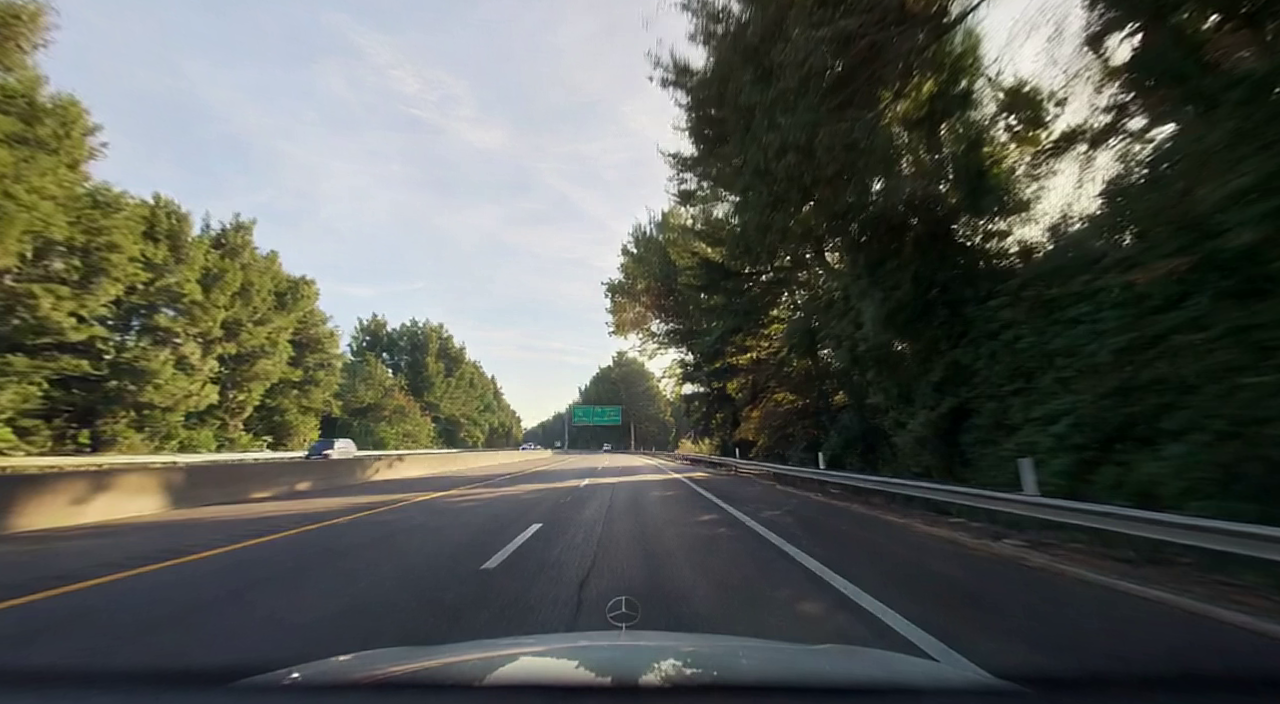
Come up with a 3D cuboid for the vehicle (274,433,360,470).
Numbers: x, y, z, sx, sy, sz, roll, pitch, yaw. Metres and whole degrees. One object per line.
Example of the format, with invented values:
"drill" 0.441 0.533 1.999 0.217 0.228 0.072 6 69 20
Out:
"vehicle" -15.396 4.780 30.309 1.981 1.602 4.219 0 -9 -1
